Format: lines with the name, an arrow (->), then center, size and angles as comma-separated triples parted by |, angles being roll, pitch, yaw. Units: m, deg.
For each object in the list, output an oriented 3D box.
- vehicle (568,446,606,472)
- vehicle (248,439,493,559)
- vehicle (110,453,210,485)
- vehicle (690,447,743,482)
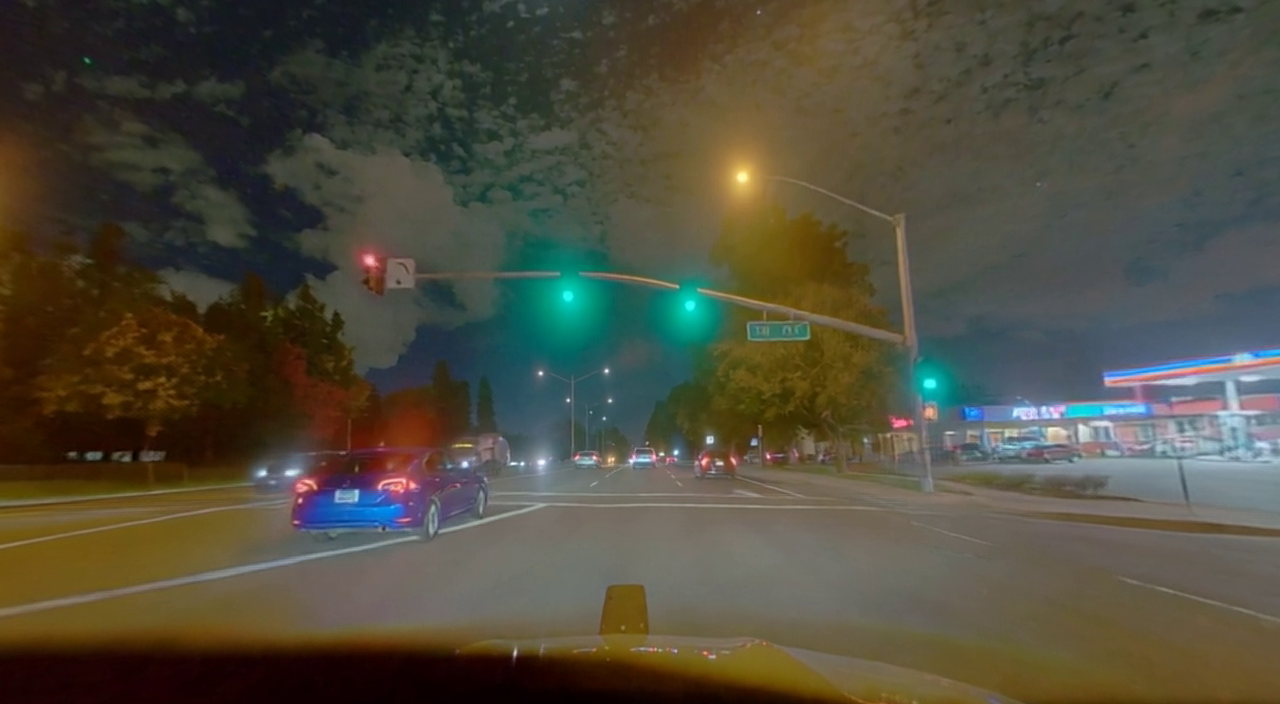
vehicle -> -3.151, 6.488, 38.342 | 1.841, 1.474, 4.038 | 0, -8, 2
vehicle -> -3.878, 2.151, 10.089 | 1.803, 1.463, 4.422 | 0, -8, 2
vehicle -> -32.997, 8.033, 43.648 | 2.197, 1.842, 5.801 | 0, -8, 2
vehicle -> 3.411, 5.074, 28.816 | 1.883, 1.465, 3.975 | 0, -8, 0
